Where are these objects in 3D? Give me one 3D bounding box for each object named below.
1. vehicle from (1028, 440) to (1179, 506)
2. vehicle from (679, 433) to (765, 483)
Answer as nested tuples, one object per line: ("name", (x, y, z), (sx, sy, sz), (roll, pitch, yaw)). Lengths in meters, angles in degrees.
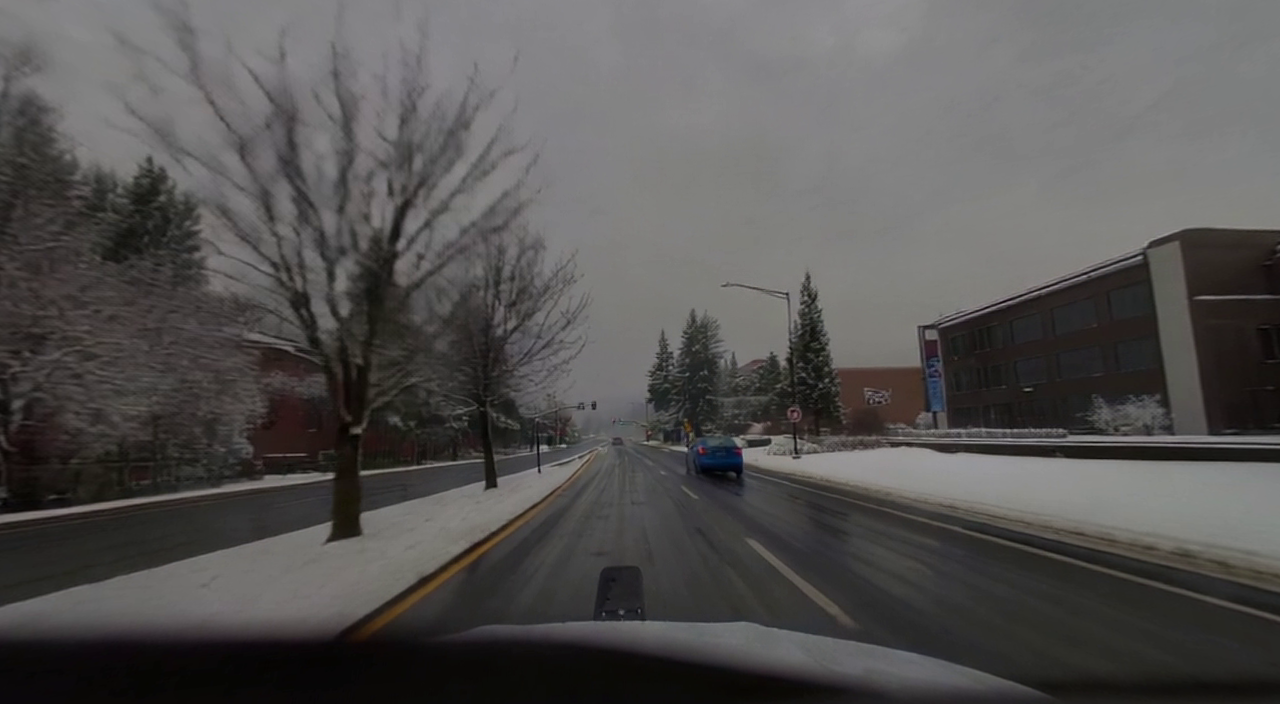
("vehicle", (20.877, 5.521, 28.687), (5.101, 1.694, 2.158), (10, -23, 1))
("vehicle", (2.607, 3.494, 21.223), (2.114, 1.493, 4.430), (0, -8, -2))
